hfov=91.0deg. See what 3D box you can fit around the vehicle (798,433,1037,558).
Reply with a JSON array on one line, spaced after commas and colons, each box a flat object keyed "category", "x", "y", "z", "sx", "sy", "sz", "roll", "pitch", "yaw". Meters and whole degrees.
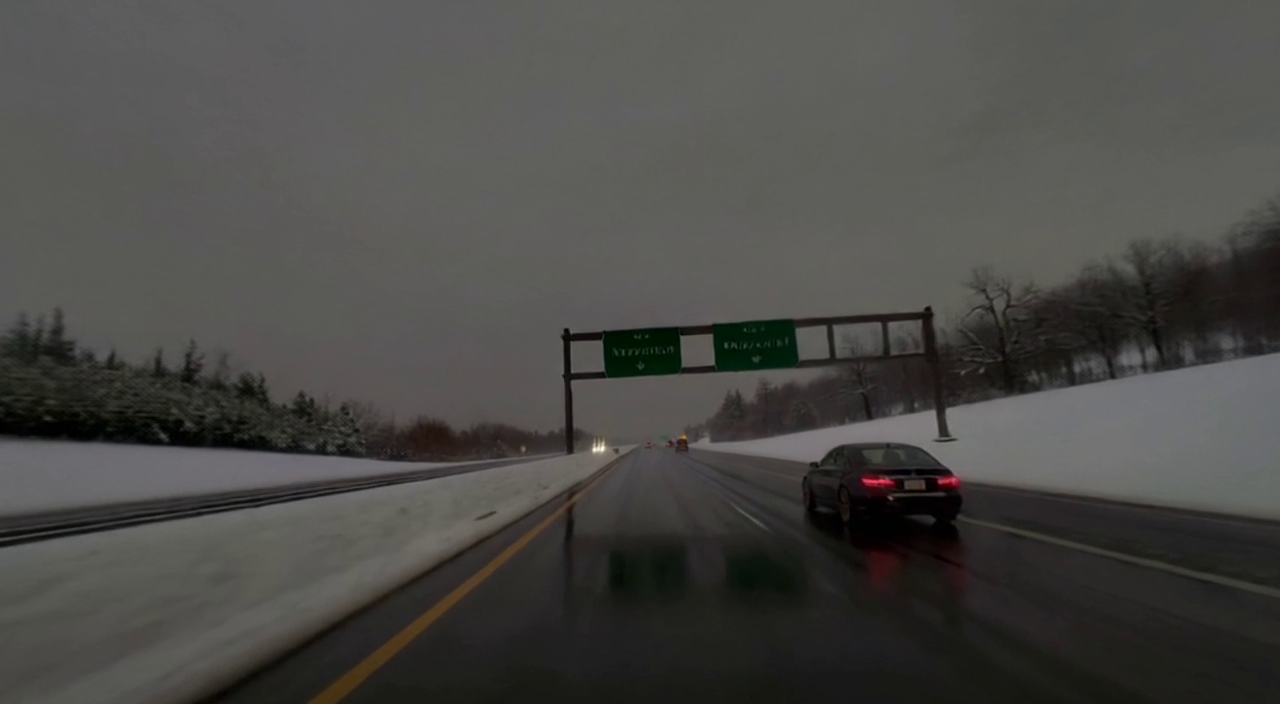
[{"category": "vehicle", "x": 3.669, "y": 1.926, "z": 9.184, "sx": 1.683, "sy": 1.400, "sz": 3.868, "roll": 0, "pitch": -8, "yaw": -1}]
